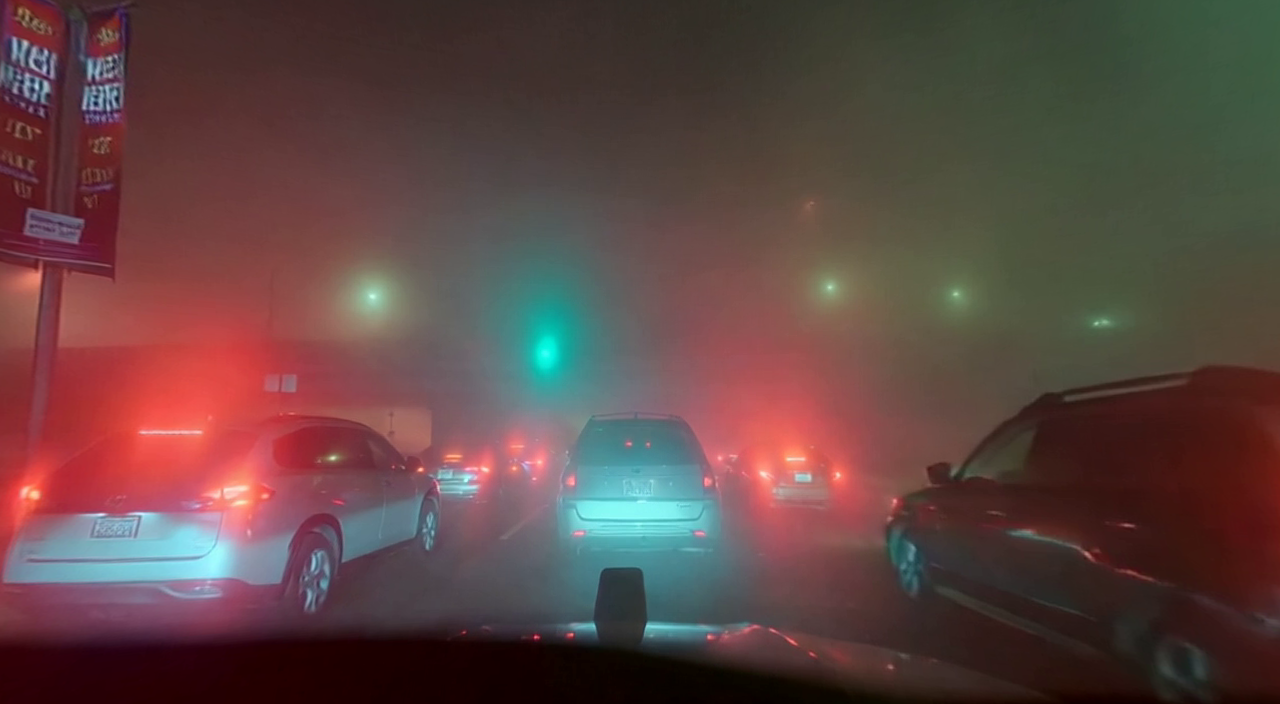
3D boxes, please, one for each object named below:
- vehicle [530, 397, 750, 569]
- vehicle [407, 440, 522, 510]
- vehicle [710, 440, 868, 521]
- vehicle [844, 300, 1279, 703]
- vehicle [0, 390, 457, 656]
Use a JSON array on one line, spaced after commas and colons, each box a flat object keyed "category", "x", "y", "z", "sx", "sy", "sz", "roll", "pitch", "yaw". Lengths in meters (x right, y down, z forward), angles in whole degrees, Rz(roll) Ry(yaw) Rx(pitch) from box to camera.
[{"category": "vehicle", "x": -0.076, "y": 1.771, "z": 9.212, "sx": 2.409, "sy": 1.864, "sz": 4.471, "roll": 0, "pitch": -9, "yaw": -2}, {"category": "vehicle", "x": -4.151, "y": 2.944, "z": 15.437, "sx": 1.797, "sy": 1.505, "sz": 3.506, "roll": 0, "pitch": -9, "yaw": 0}, {"category": "vehicle", "x": 3.043, "y": 2.760, "z": 14.138, "sx": 2.228, "sy": 1.472, "sz": 4.939, "roll": 0, "pitch": -9, "yaw": -1}, {"category": "vehicle", "x": 3.167, "y": 1.034, "z": 4.142, "sx": 2.016, "sy": 1.804, "sz": 4.681, "roll": 0, "pitch": -9, "yaw": -1}, {"category": "vehicle", "x": -3.493, "y": 1.425, "z": 6.270, "sx": 2.039, "sy": 1.709, "sz": 4.265, "roll": 0, "pitch": -9, "yaw": 0}]
